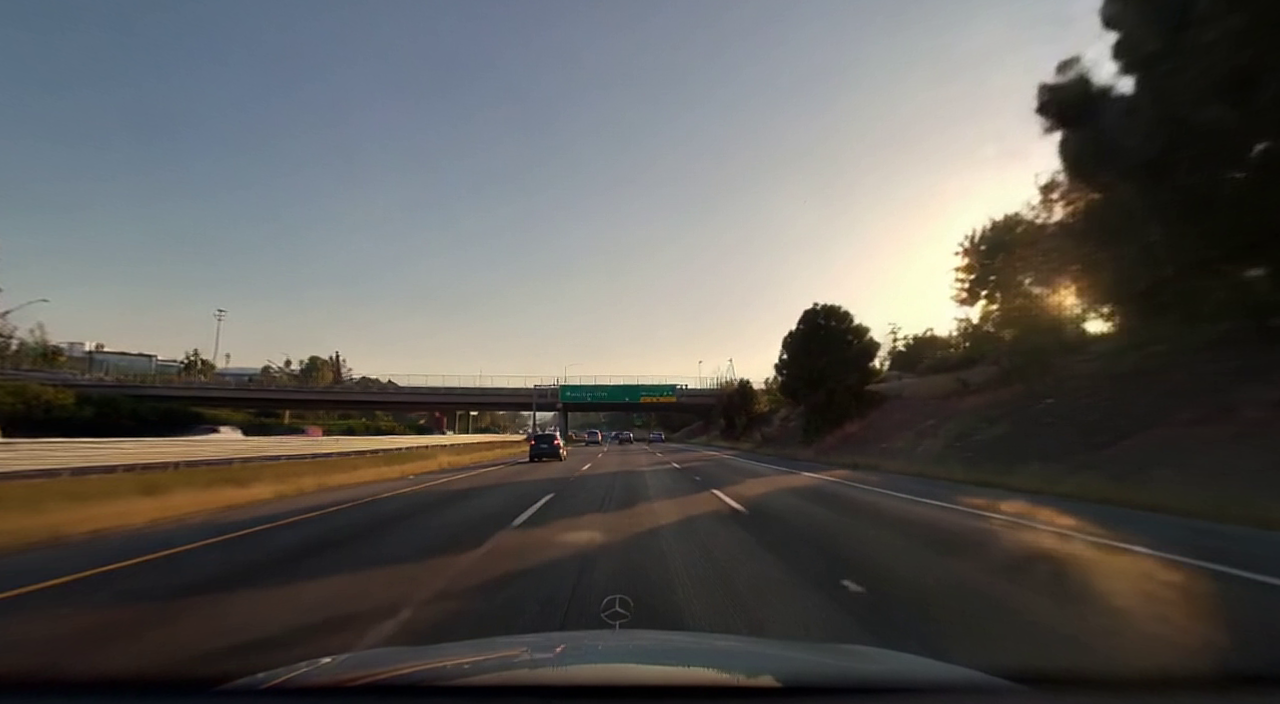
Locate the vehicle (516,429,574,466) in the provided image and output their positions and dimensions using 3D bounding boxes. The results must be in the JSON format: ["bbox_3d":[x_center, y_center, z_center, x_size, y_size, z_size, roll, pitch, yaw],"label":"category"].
[{"bbox_3d":[-4.248,4.341,28.933,2.062,1.591,4.156,0,-8,-1],"label":"vehicle"}]
